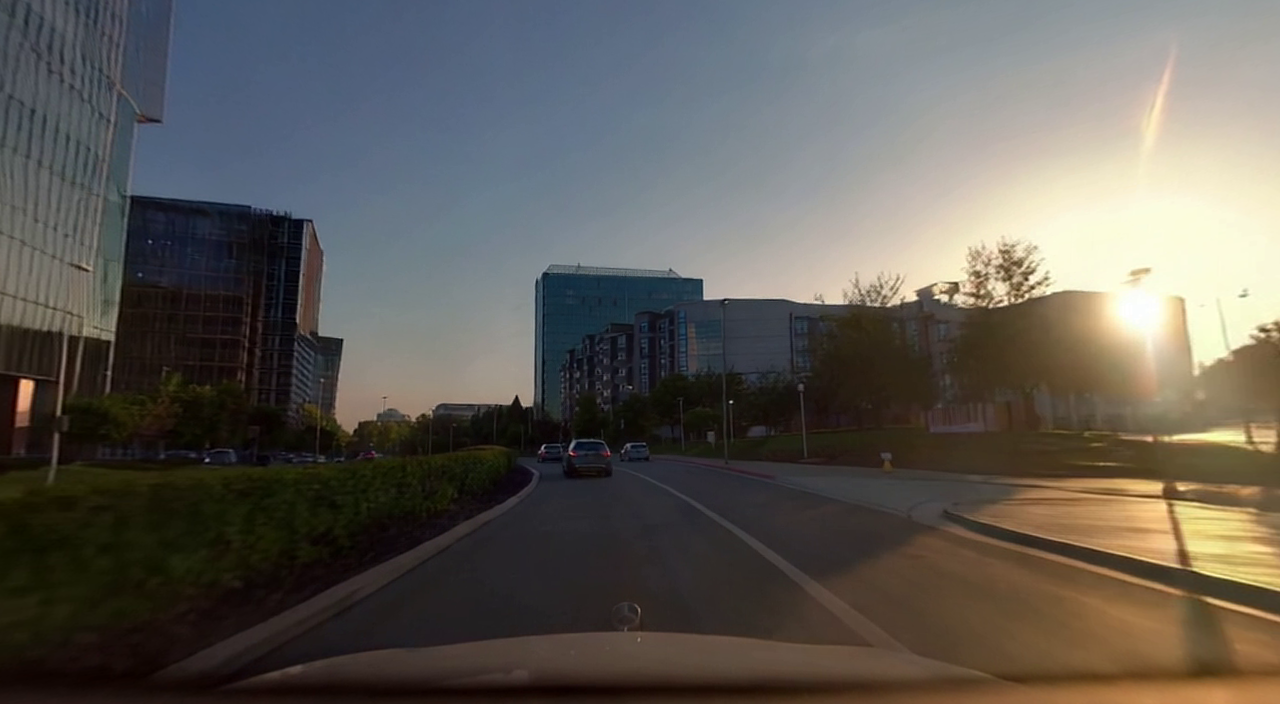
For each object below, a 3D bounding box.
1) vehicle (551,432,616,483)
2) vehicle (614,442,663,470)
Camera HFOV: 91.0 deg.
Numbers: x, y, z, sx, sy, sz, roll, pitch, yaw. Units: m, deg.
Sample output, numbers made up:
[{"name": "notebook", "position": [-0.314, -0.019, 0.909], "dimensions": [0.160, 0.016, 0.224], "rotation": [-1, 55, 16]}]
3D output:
[{"name": "vehicle", "position": [-2.284, 4.045, 24.399], "dimensions": [2.173, 1.761, 4.374], "rotation": [1, -9, -9]}, {"name": "vehicle", "position": [-0.168, 6.003, 36.598], "dimensions": [2.116, 1.506, 4.355], "rotation": [2, -9, -10]}]
